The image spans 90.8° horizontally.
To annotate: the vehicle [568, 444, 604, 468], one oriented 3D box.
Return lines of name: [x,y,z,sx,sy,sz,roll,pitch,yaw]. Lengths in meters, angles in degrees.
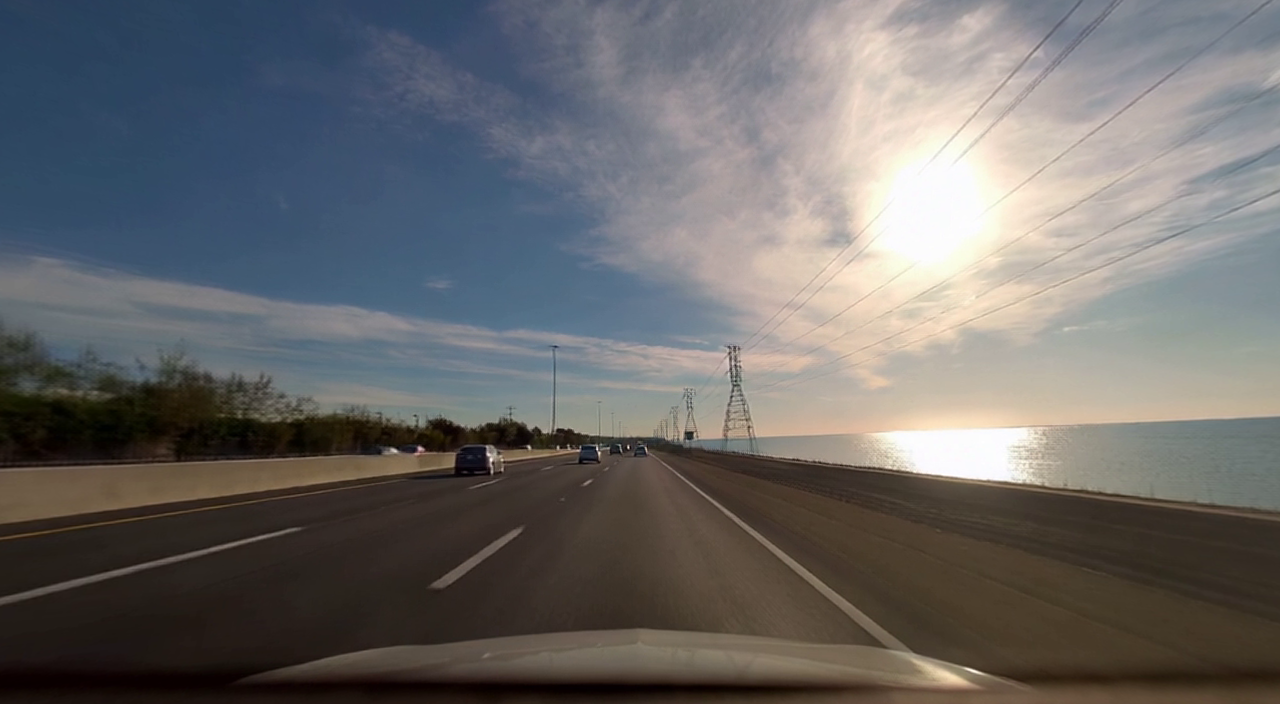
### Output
vehicle: [-3.531,6.911,42.197,1.957,1.494,4.207,0,-9,1]

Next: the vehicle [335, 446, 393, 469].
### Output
vehicle: [-18.815,7.174,43.292,1.872,1.466,4.649,0,-9,0]

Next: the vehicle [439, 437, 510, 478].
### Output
vehicle: [-7.540,4.854,29.261,2.050,1.717,4.418,0,-9,1]
